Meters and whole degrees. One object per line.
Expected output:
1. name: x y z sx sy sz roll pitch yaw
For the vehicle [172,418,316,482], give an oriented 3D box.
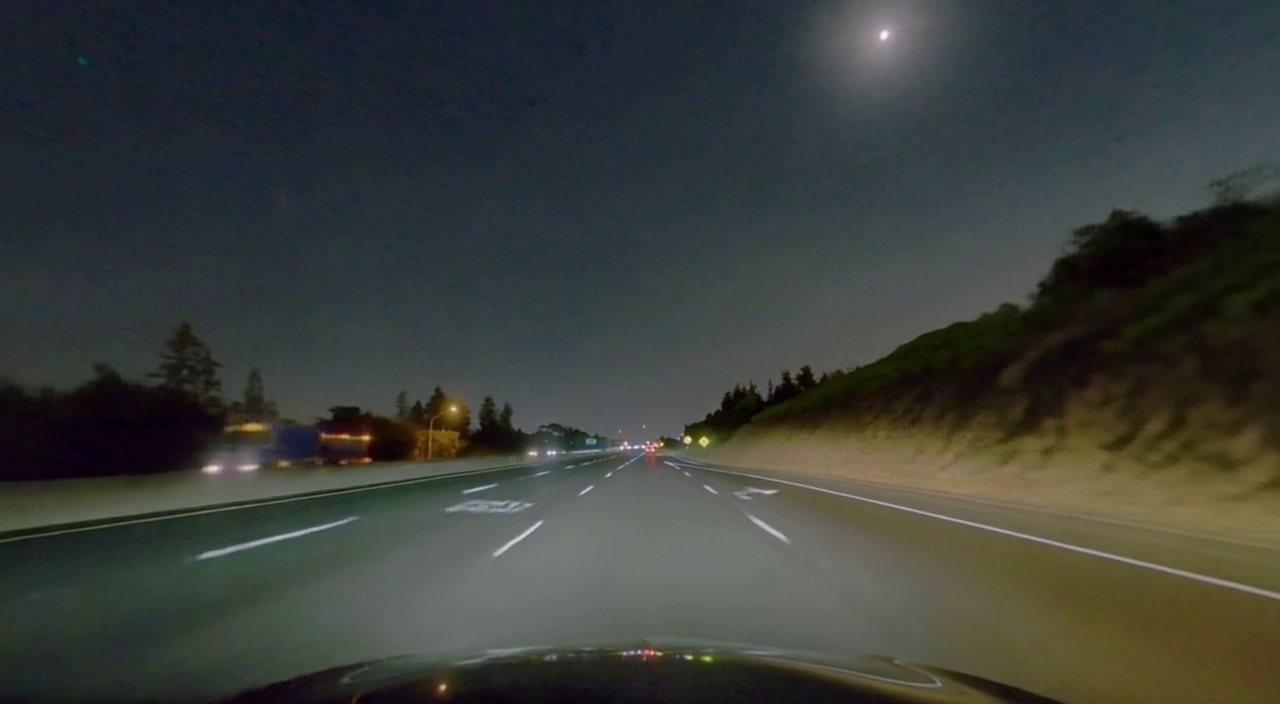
1. vehicle: -22.052 5.574 35.806 2.916 3.179 7.832 0 -9 1
